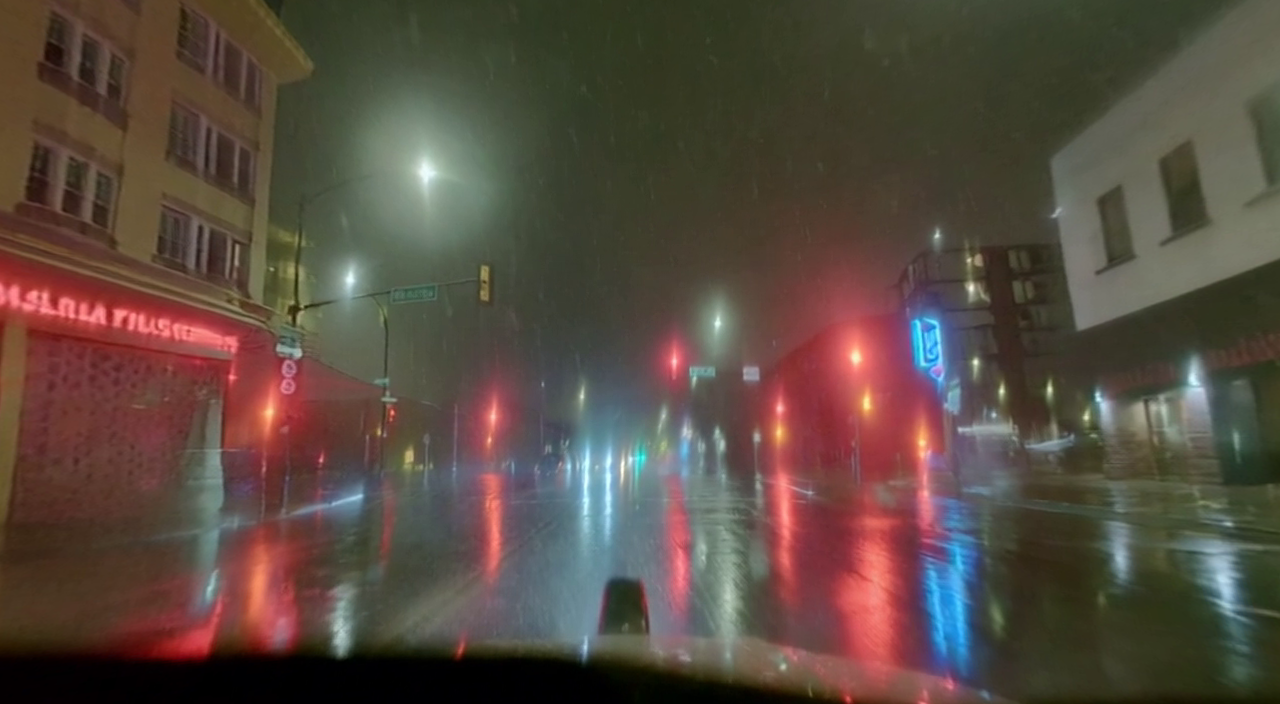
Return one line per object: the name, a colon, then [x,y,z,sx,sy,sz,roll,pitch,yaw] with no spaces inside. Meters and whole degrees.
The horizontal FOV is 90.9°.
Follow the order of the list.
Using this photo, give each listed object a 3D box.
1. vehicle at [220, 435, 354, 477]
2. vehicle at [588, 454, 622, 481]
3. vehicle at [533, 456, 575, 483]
vehicle: [-17.651,5.196,31.711,5.376,1.994,2.196,0,-8,1]
vehicle: [-2.355,7.900,43.406,1.981,1.625,4.399,0,-8,1]
vehicle: [-5.845,8.026,43.424,2.167,1.643,4.518,-1,-8,2]
